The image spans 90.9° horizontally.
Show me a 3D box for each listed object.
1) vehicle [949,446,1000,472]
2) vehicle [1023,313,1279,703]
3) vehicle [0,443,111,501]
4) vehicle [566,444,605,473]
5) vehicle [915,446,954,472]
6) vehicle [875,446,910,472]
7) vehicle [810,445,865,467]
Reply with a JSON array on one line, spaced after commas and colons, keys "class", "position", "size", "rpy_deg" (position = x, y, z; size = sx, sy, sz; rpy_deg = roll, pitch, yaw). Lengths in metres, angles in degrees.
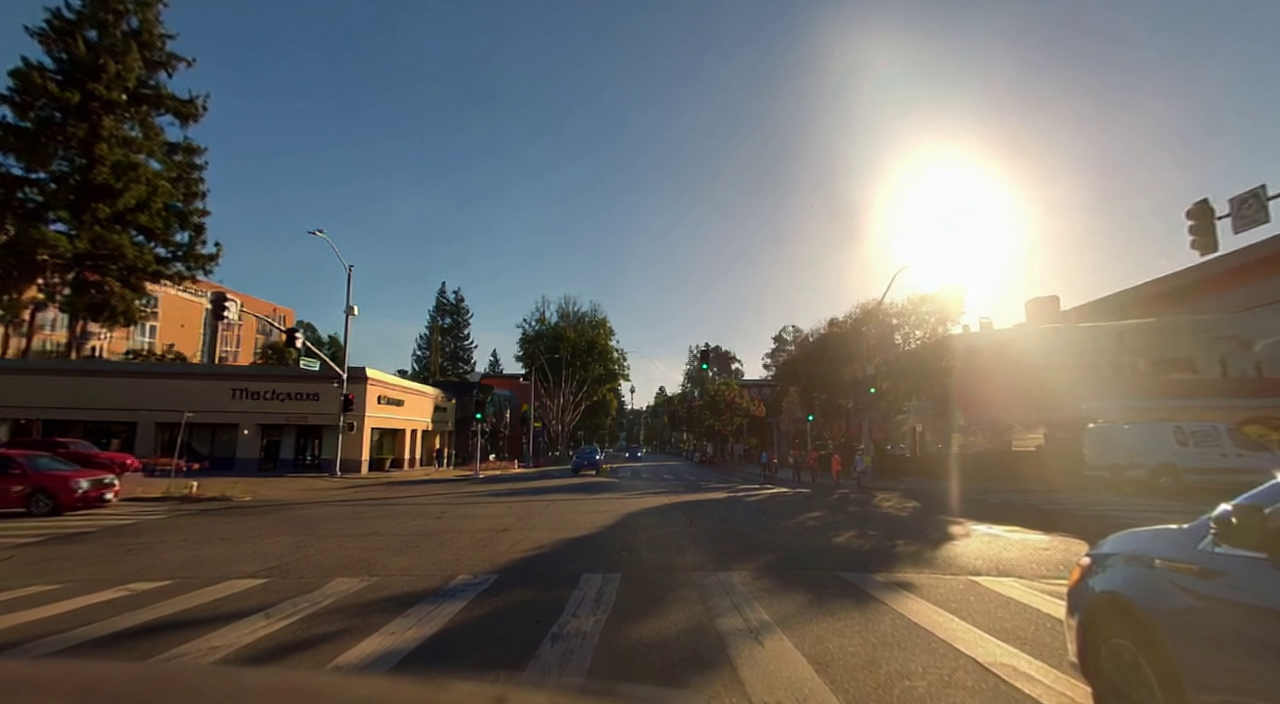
[{"class": "vehicle", "position": [20.565, 6.575, 38.918], "size": [2.066, 1.488, 4.158], "rpy_deg": [-3, -9, 19]}, {"class": "vehicle", "position": [2.880, 0.577, 0.619], "size": [2.048, 1.725, 4.754], "rpy_deg": [0, -8, 1]}, {"class": "vehicle", "position": [-18.021, 3.306, 17.669], "size": [4.686, 1.500, 1.935], "rpy_deg": [0, -8, 2]}, {"class": "vehicle", "position": [-3.198, 6.376, 37.914], "size": [1.961, 1.658, 4.064], "rpy_deg": [0, -8, 0]}, {"class": "vehicle", "position": [18.274, 6.623, 39.220], "size": [1.791, 1.520, 3.649], "rpy_deg": [-3, -9, 20]}, {"class": "vehicle", "position": [15.896, 6.694, 39.676], "size": [1.875, 1.543, 3.853], "rpy_deg": [-3, -9, 21]}, {"class": "vehicle", "position": [15.081, 7.945, 48.371], "size": [1.924, 1.579, 4.084], "rpy_deg": [3, -9, -18]}]
